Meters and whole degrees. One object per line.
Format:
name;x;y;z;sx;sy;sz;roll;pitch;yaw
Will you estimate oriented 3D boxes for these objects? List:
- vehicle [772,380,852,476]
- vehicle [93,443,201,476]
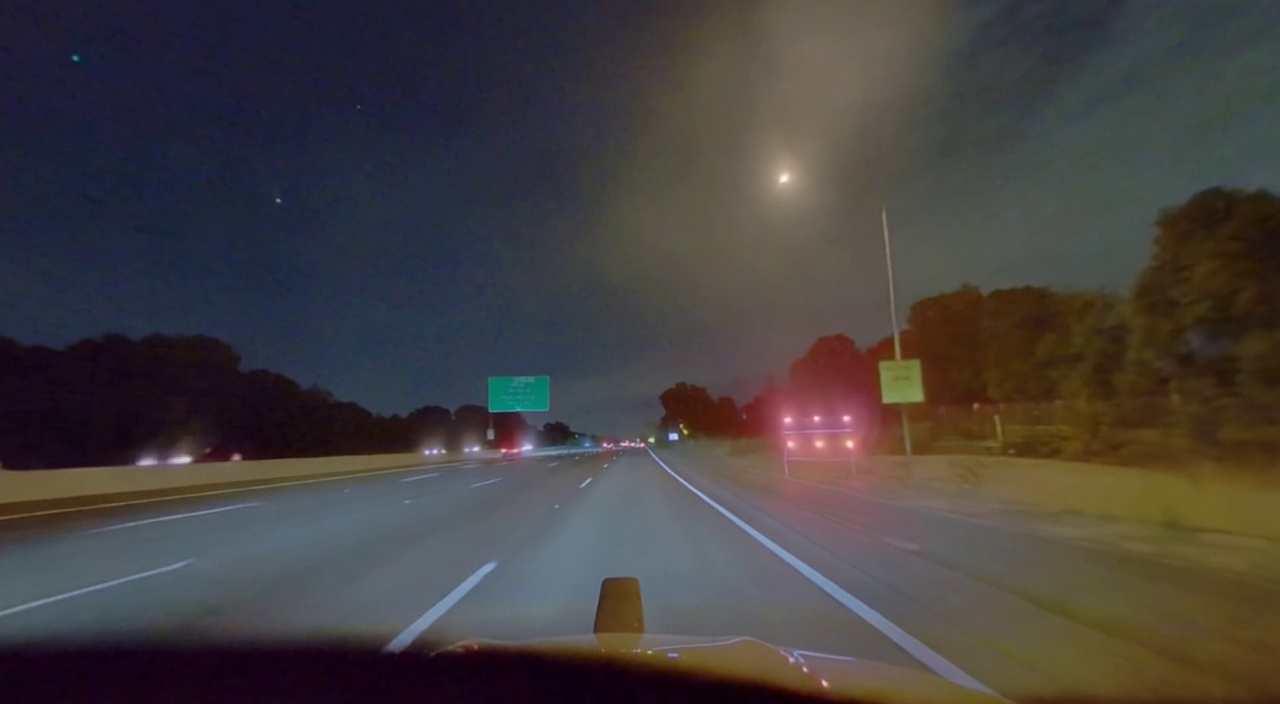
vehicle;6.736;3.027;25.001;2.397;3.584;2.509;0;-8;1
vehicle;-24.830;5.412;32.041;1.863;1.515;4.482;0;-8;-1
